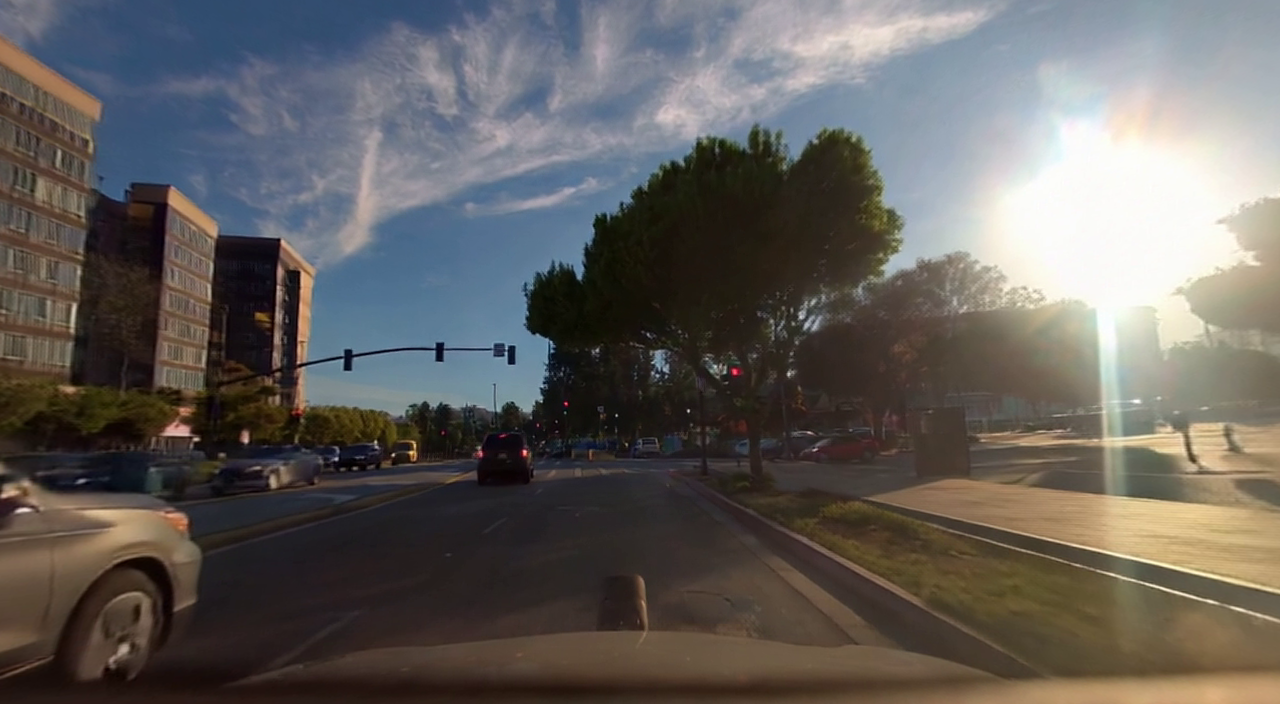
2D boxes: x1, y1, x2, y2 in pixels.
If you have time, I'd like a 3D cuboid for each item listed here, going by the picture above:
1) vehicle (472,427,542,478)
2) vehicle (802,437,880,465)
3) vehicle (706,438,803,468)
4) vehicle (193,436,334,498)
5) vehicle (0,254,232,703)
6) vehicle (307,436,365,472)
[{"bbox_3d":[-5.181,3.990,25.290,2.134,1.799,5.082,1,-9,-5],"label":"vehicle"},{"bbox_3d":[13.504,6.640,42.500,4.857,1.803,2.147,-3,-9,19],"label":"vehicle"},{"bbox_3d":[6.787,5.968,37.441,5.257,1.627,2.161,-4,-9,23],"label":"vehicle"},{"bbox_3d":[-11.161,3.414,19.138,1.925,1.631,4.250,1,-9,-5],"label":"vehicle"},{"bbox_3d":[-3.484,0.345,0.477,2.509,1.885,5.831,0,-9,-1],"label":"vehicle"},{"bbox_3d":[-20.482,6.881,42.847,2.555,2.199,5.958,2,-9,-17],"label":"vehicle"}]
